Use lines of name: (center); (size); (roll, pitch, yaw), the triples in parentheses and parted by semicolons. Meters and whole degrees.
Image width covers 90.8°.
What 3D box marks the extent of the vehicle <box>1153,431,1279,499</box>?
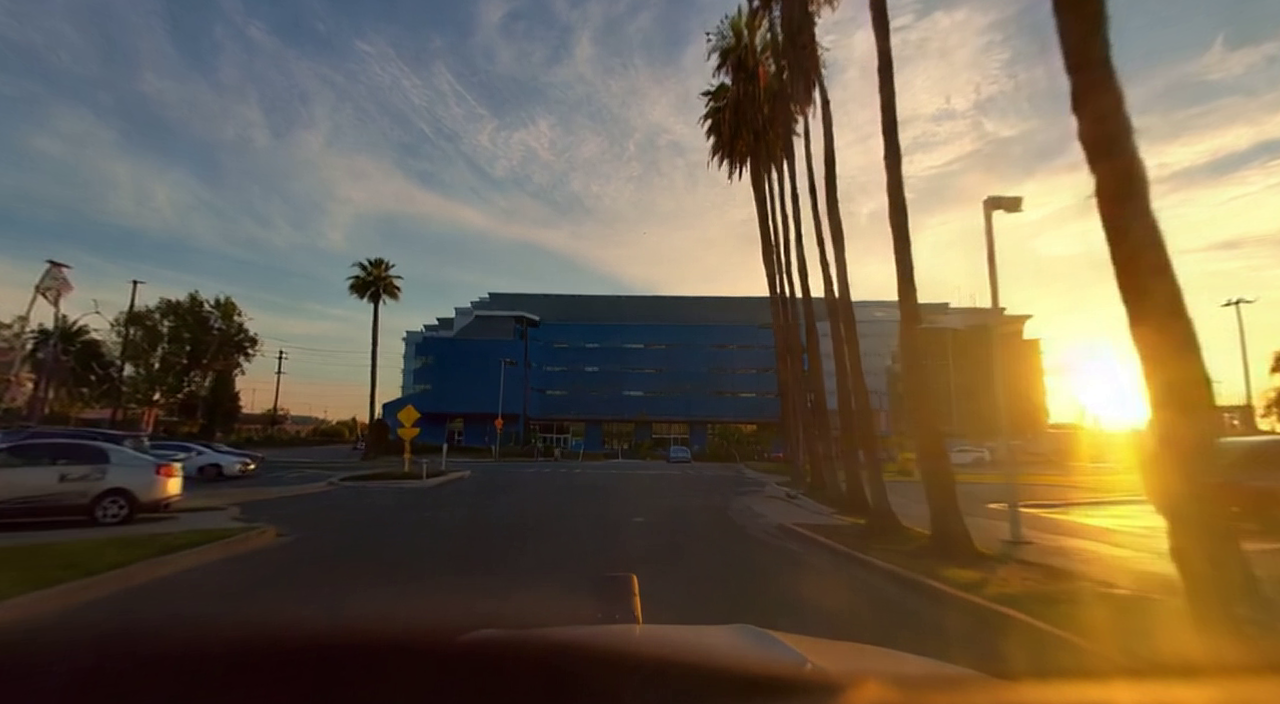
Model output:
vehicle: (17.447, 3.048, 17.263); (2.043, 1.721, 4.722); (2, -8, -27)

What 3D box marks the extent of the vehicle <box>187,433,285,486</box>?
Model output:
vehicle: (-12.789, 3.429, 20.318); (1.860, 1.485, 4.641); (4, -10, -23)

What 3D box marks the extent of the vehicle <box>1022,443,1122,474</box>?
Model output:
vehicle: (27.499, 6.769, 40.298); (4.839, 1.845, 2.037); (0, -8, -2)

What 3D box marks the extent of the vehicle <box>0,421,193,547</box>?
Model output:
vehicle: (-8.463, 1.552, 7.465); (2.086, 1.434, 4.809); (-3, -9, 18)
